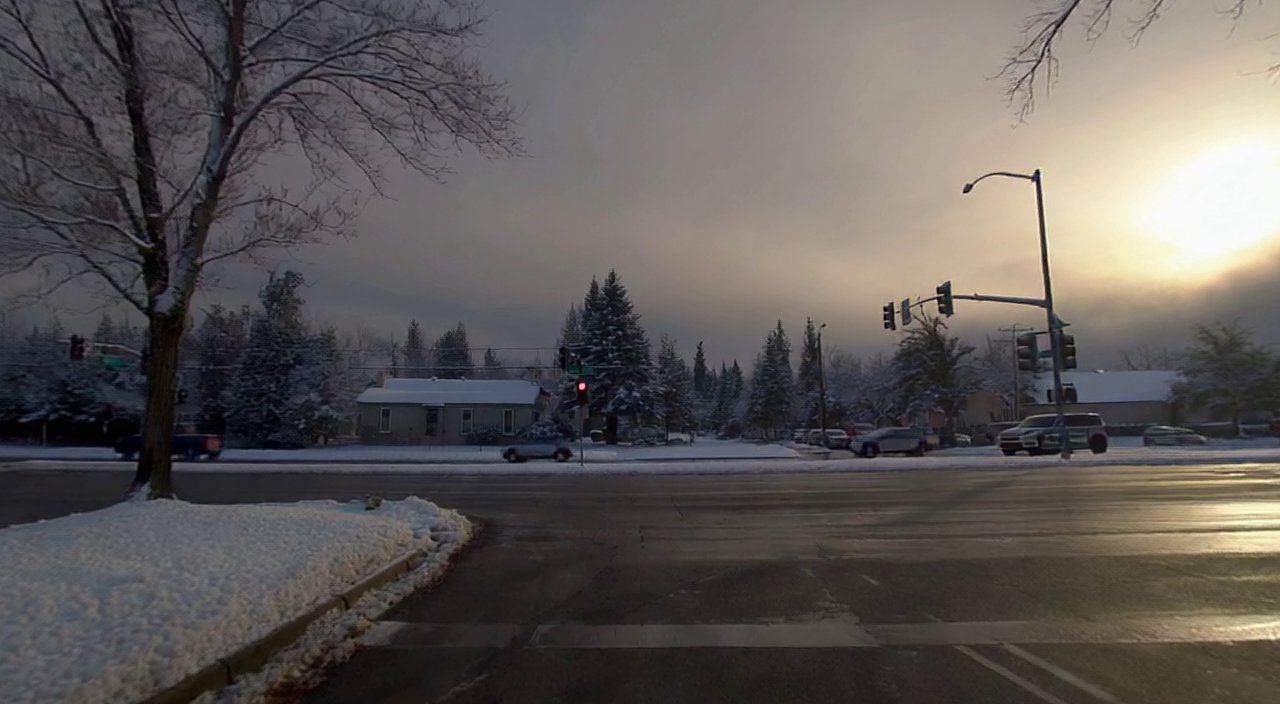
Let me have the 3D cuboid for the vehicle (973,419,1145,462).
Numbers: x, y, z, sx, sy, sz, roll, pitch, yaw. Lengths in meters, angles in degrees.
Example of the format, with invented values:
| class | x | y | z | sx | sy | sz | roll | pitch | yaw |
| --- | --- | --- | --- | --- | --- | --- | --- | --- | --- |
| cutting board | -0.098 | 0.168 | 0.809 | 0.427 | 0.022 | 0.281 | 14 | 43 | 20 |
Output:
| class | x | y | z | sx | sy | sz | roll | pitch | yaw |
| --- | --- | --- | --- | --- | --- | --- | --- | --- | --- |
| vehicle | 15.042 | 3.210 | 22.933 | 4.749 | 1.461 | 1.892 | -1 | -9 | 9 |

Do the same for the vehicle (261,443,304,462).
| class | x | y | z | sx | sy | sz | roll | pitch | yaw |
| --- | --- | --- | --- | --- | --- | --- | --- | --- | --- |
| vehicle | -28.023 | 7.883 | 49.619 | 2.235 | 1.417 | 4.272 | 3 | -9 | -21 |

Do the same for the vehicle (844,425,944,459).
| class | x | y | z | sx | sy | sz | roll | pitch | yaw |
| --- | --- | --- | --- | --- | --- | --- | --- | --- | --- |
| vehicle | 13.468 | 4.815 | 33.799 | 4.590 | 1.701 | 1.881 | -2 | -9 | 11 |

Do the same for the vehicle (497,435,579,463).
| class | x | y | z | sx | sy | sz | roll | pitch | yaw |
| --- | --- | --- | --- | --- | --- | --- | --- | --- | --- |
| vehicle | -5.993 | 5.721 | 37.302 | 4.370 | 1.592 | 1.886 | -2 | -9 | 10 |

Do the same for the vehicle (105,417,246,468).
| class | x | y | z | sx | sy | sz | roll | pitch | yaw |
| --- | --- | --- | --- | --- | --- | --- | --- | --- | --- |
| vehicle | -30.834 | 6.013 | 42.043 | 7.790 | 3.197 | 2.653 | -1 | -9 | 10 |
